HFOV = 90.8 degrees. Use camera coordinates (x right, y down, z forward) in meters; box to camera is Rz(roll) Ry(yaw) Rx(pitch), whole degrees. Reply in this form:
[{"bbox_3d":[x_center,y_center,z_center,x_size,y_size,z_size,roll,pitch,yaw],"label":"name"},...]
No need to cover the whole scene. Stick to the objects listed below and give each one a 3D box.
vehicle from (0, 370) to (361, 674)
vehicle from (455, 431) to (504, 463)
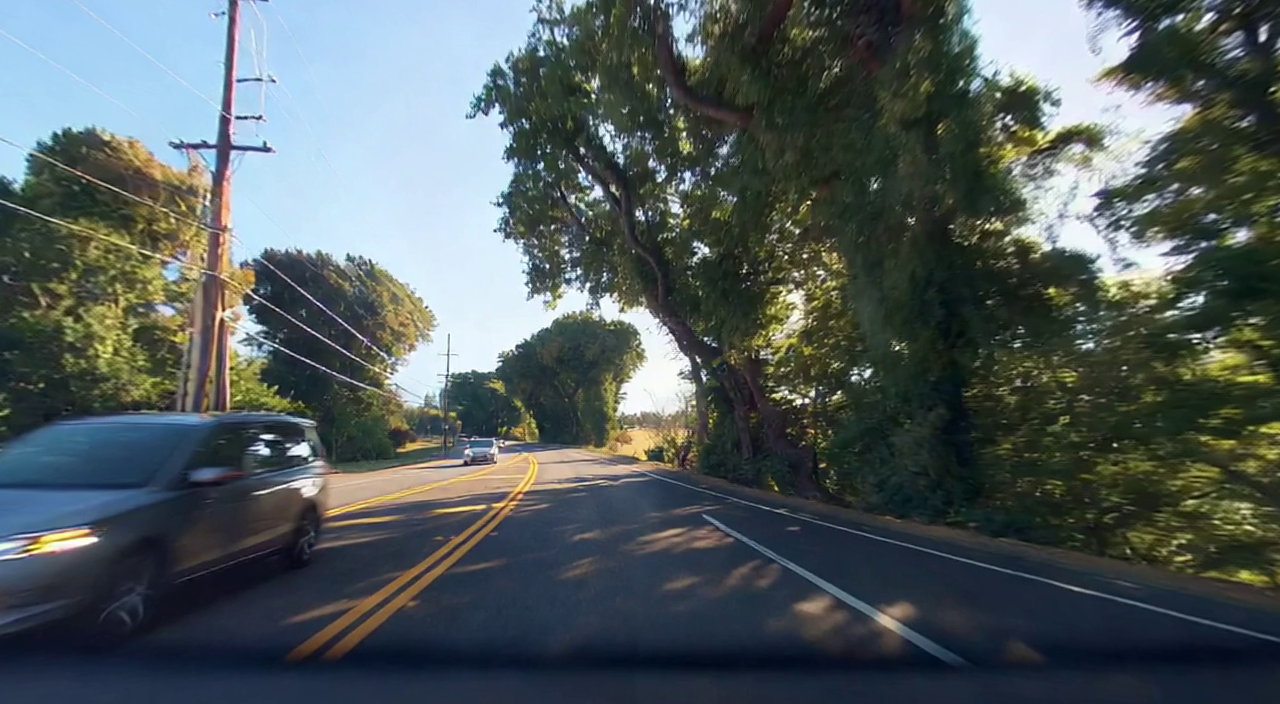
[{"bbox_3d":[-4.885,1.433,6.449,2.312,1.962,4.692,1,-8,-6],"label":"vehicle"},{"bbox_3d":[-10.448,6.225,41.541,2.397,1.932,5.703,1,-8,-7],"label":"vehicle"}]
